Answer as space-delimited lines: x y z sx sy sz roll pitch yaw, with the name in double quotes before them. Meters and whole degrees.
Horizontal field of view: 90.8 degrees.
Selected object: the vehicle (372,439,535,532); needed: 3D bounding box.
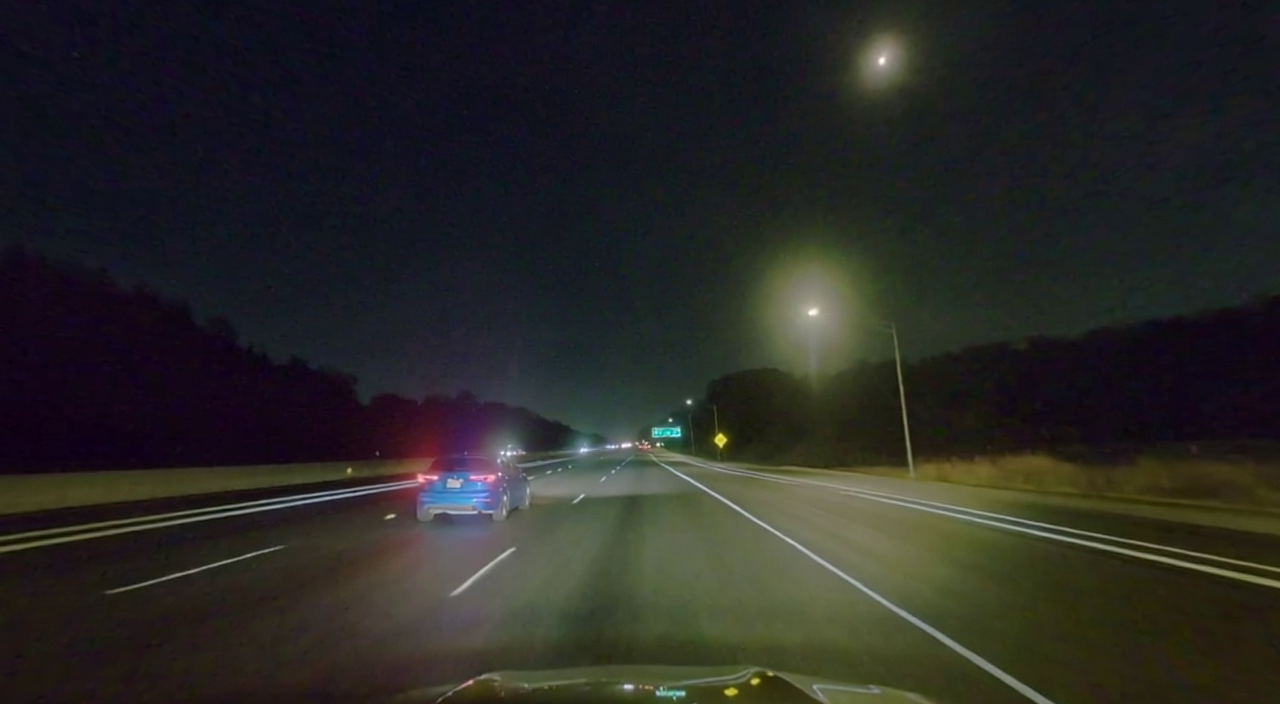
"vehicle" -3.317 2.434 12.074 1.935 1.479 3.787 0 -9 0
